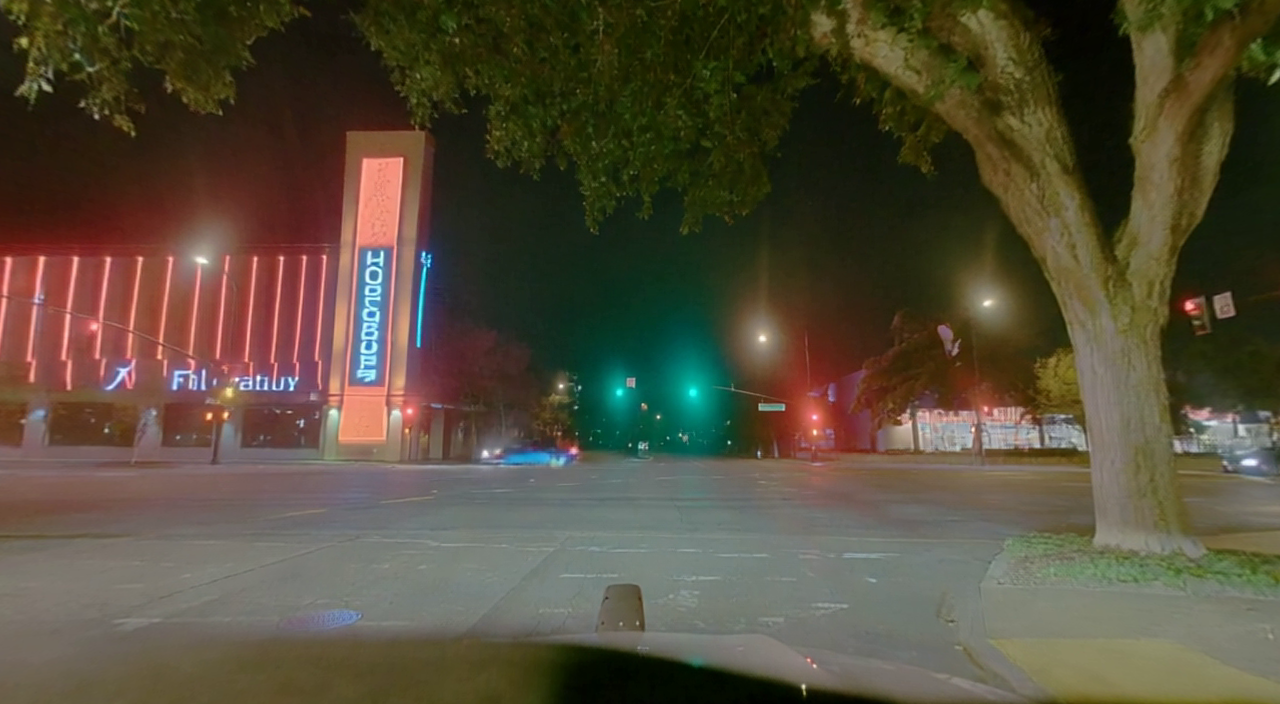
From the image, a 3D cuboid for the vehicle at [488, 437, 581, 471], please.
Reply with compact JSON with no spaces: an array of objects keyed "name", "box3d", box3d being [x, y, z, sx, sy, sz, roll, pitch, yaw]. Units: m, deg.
[{"name":"vehicle","box3d":[-5.478,5.387,33.361,4.639,1.699,2.030,0,-9,-4]}]
